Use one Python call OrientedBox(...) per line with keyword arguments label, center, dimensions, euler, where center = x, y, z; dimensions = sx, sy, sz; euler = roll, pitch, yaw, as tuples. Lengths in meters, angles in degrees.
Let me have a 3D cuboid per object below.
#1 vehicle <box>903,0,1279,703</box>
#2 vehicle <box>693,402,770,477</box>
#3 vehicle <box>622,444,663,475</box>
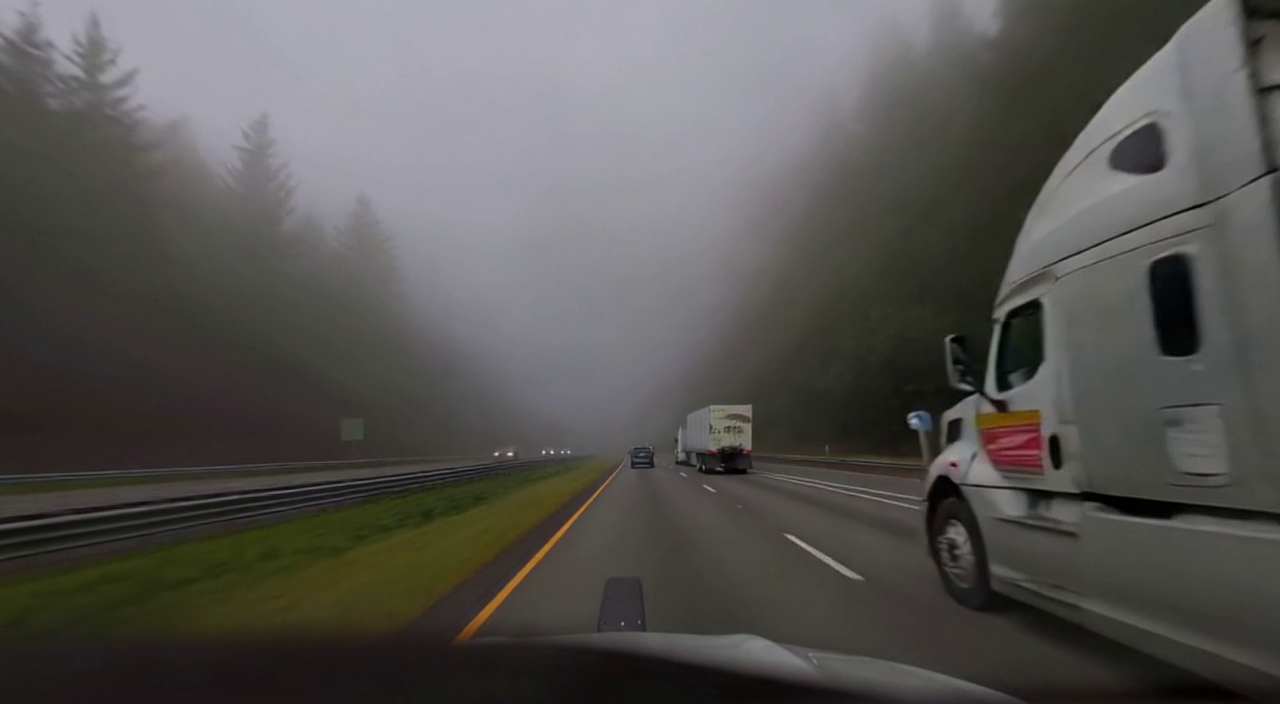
OrientedBox(label="vehicle", center=(3.794, -0.218, 2.241), dimensions=(3.025, 3.897, 5.853), euler=(0, -9, 0))
OrientedBox(label="vehicle", center=(4.286, 4.304, 30.749), dimensions=(2.684, 3.263, 5.865), euler=(0, -9, -2))
OrientedBox(label="vehicle", center=(0.106, 5.638, 33.360), dimensions=(2.051, 1.513, 4.511), euler=(0, -9, -1))
